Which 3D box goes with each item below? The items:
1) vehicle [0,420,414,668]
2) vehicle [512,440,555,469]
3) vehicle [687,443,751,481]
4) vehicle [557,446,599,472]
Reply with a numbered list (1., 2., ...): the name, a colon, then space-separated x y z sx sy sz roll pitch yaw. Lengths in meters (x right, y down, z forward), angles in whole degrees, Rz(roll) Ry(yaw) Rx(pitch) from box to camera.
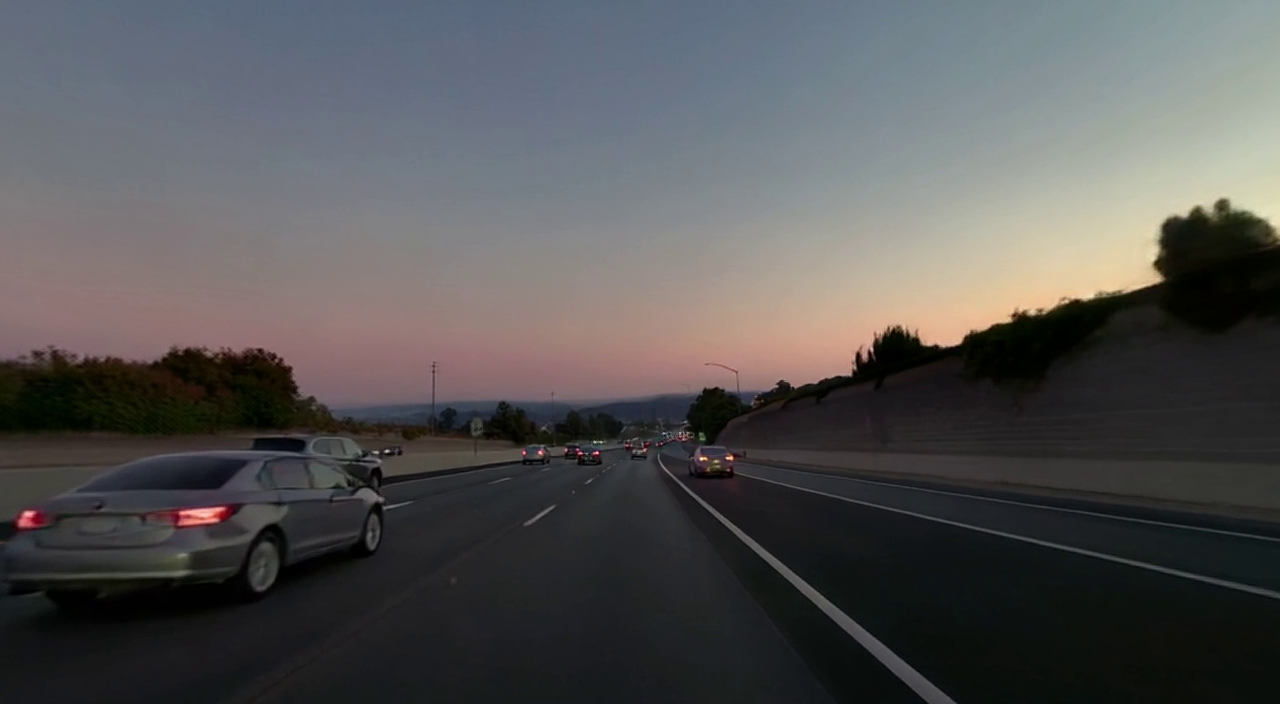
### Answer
1. vehicle: -4.038 1.524 6.140 1.988 1.506 4.416 0 -9 0
2. vehicle: -6.996 6.789 41.836 2.111 1.811 4.391 0 -9 0
3. vehicle: 3.293 4.713 27.233 2.141 1.507 4.510 0 -9 -1
4. vehicle: -3.707 6.444 38.150 2.071 1.478 4.130 0 -9 1
